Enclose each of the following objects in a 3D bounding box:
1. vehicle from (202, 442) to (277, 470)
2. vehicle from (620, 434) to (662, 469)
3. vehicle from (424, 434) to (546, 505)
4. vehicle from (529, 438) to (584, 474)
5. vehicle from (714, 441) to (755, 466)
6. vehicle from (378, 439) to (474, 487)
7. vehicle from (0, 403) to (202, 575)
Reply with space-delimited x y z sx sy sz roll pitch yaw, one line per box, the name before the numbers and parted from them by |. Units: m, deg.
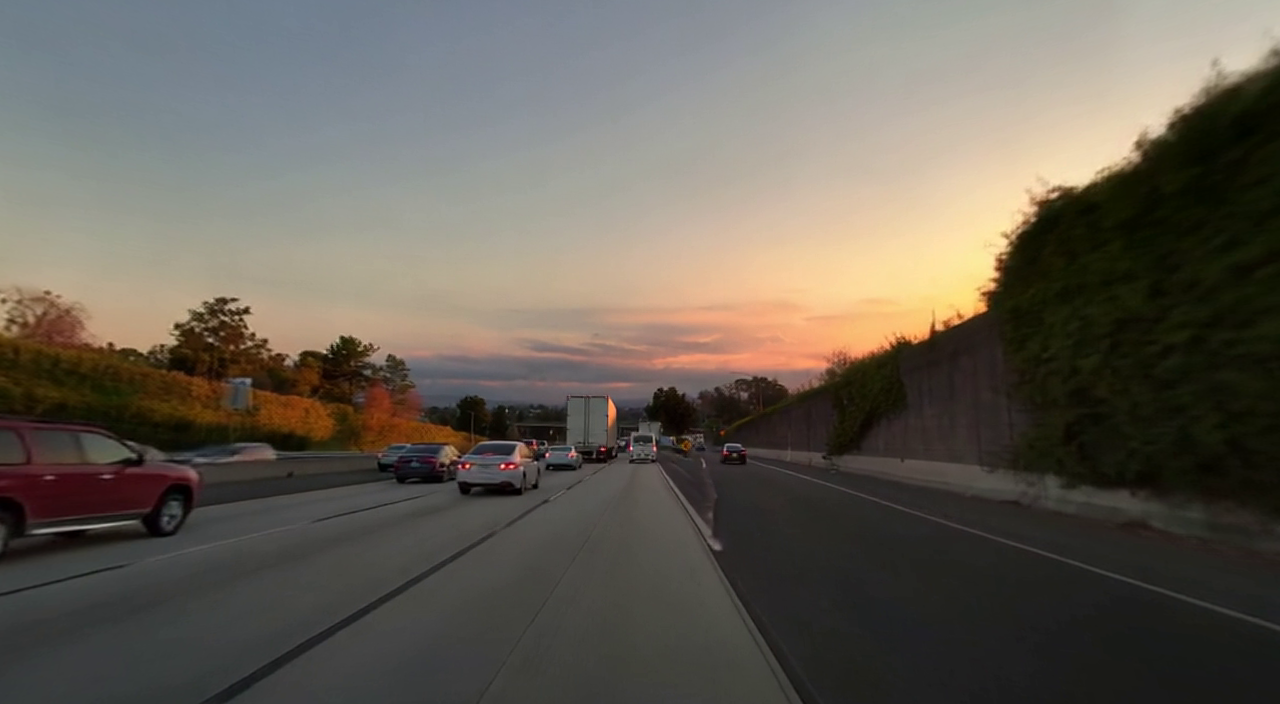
vehicle | -24.723 6.418 39.137 2.122 1.602 3.796 0 -8 0
vehicle | 0.078 5.744 36.513 2.325 1.864 4.128 0 -8 1
vehicle | -3.811 2.964 16.422 1.866 1.568 4.603 0 -8 2
vehicle | -4.045 5.123 31.232 2.124 1.627 3.863 0 -8 1
vehicle | 5.939 6.427 40.047 2.176 1.493 3.955 -1 -8 4
vehicle | -7.592 3.966 22.823 1.967 1.555 4.161 0 -8 1
vehicle | -7.733 1.556 7.398 2.011 1.789 4.352 0 -8 0
